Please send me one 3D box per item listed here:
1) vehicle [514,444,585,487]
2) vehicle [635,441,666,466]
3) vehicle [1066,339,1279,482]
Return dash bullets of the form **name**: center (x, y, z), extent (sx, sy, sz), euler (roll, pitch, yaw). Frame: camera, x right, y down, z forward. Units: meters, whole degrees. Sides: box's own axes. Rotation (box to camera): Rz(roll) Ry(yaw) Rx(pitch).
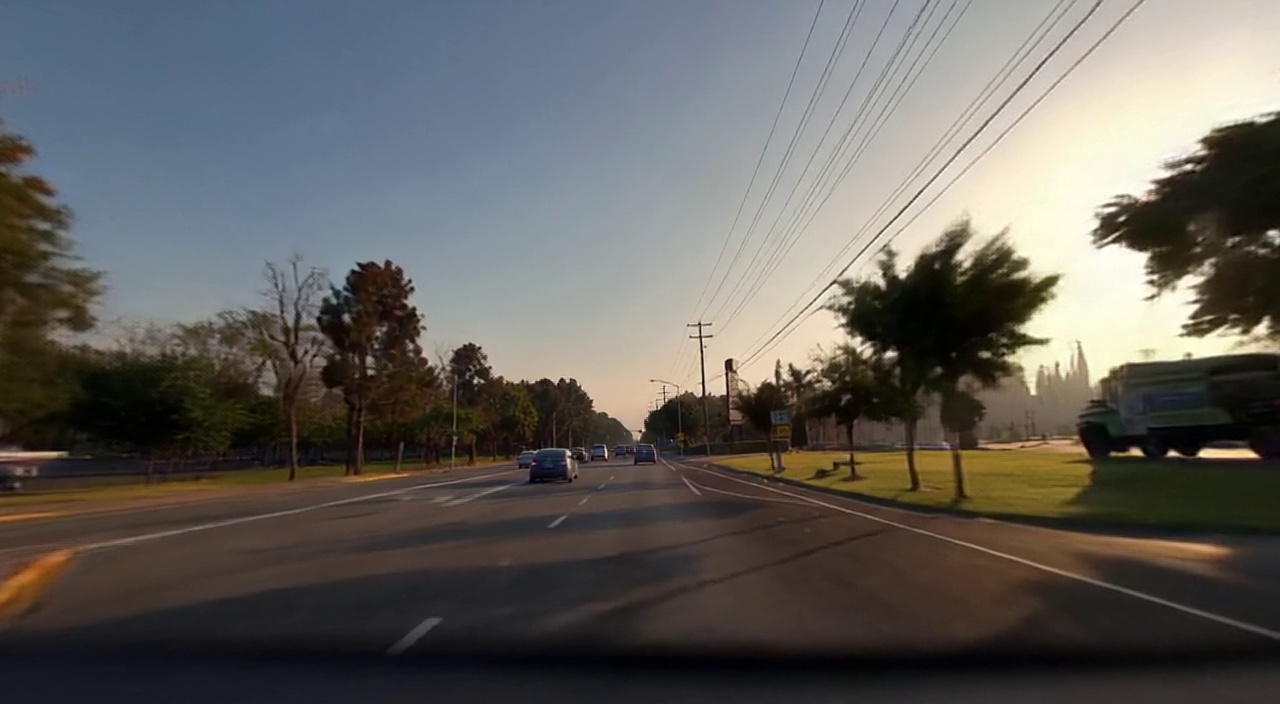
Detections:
- **vehicle**: center (-3.295, 4.219, 23.724), extent (1.982, 1.451, 4.152), euler (0, -9, 1)
- **vehicle**: center (0.748, 7.398, 46.042), extent (2.155, 1.781, 3.977), euler (0, -9, 0)
- **vehicle**: center (19.729, 2.027, 22.204), extent (2.923, 4.081, 8.860), euler (-2, -6, -1)
